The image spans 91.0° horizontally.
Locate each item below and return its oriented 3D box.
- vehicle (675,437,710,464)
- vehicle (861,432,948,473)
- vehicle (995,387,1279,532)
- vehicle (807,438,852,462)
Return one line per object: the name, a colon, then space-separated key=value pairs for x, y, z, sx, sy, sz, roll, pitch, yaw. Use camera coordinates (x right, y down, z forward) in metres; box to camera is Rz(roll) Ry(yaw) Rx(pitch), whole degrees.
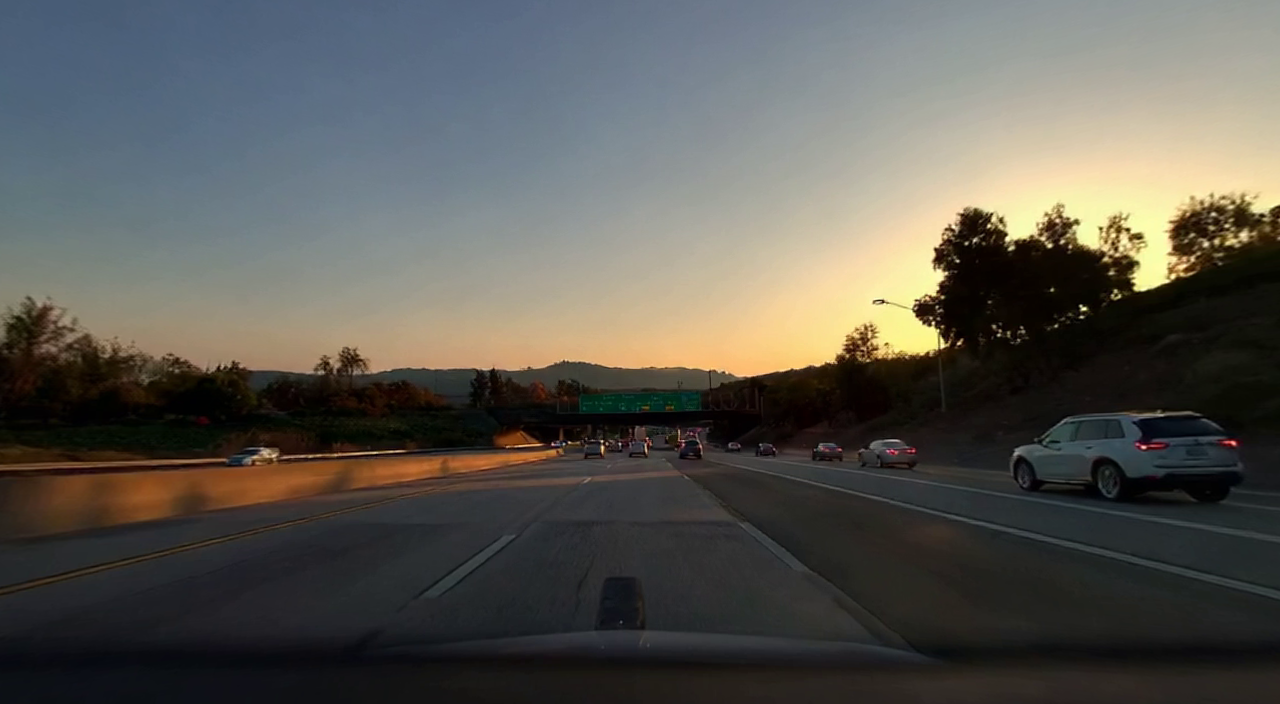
vehicle: x=3.697 y=7.062 z=45.266 sx=2.147 sy=1.794 sz=4.538 roll=0 pitch=-9 yaw=0
vehicle: x=12.342 y=4.761 z=29.820 sx=2.116 sy=1.754 sz=4.727 roll=0 pitch=-9 yaw=1
vehicle: x=10.073 y=2.075 z=12.599 sx=2.442 sy=2.140 sz=6.462 roll=0 pitch=-9 yaw=3
vehicle: x=14.082 y=7.331 z=47.043 sx=2.020 sy=1.707 sz=4.424 roll=0 pitch=-9 yaw=1
